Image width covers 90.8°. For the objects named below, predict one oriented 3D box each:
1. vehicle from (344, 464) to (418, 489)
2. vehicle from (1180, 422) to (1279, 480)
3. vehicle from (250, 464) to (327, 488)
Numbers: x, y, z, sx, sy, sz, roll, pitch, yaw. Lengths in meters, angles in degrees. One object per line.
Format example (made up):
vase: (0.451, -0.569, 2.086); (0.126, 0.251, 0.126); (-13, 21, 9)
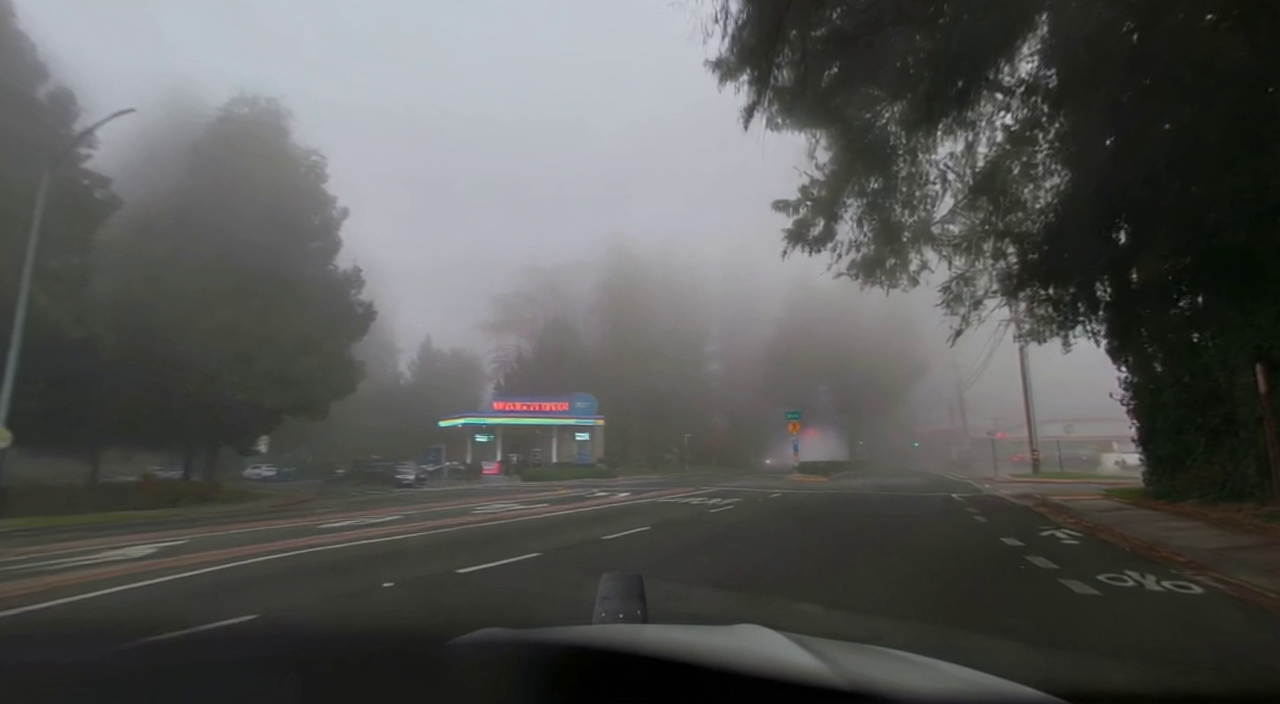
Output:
vehicle: (-17.587, 8.414, 42.888); (4.353, 1.486, 1.991); (-3, -9, 19)
vehicle: (33.065, 5.536, 35.330); (2.642, 2.930, 5.826); (-4, -10, 25)
vehicle: (-25.220, 8.869, 45.328); (4.538, 1.545, 2.021); (-2, -9, 13)
